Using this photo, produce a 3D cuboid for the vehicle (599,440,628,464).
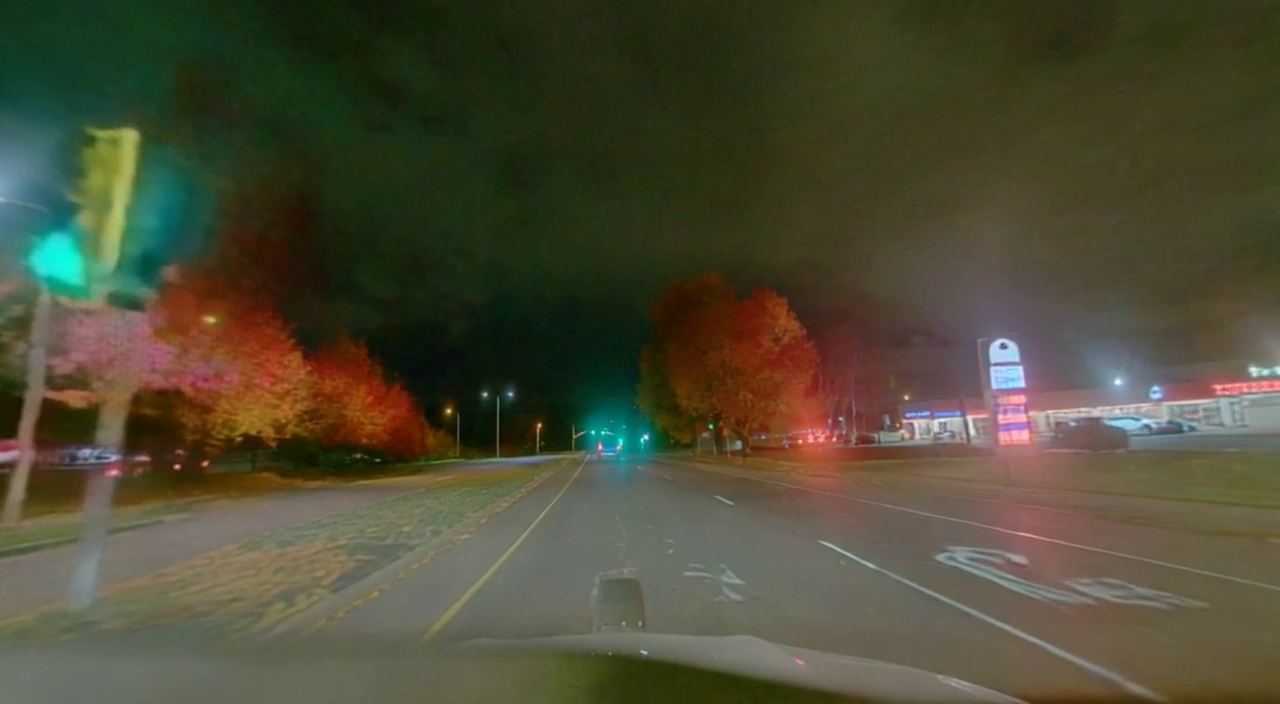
[{"bbox_3d":[-2.191,7.880,49.971,2.146,1.814,5.110,0,-8,-4],"label":"vehicle"}]
